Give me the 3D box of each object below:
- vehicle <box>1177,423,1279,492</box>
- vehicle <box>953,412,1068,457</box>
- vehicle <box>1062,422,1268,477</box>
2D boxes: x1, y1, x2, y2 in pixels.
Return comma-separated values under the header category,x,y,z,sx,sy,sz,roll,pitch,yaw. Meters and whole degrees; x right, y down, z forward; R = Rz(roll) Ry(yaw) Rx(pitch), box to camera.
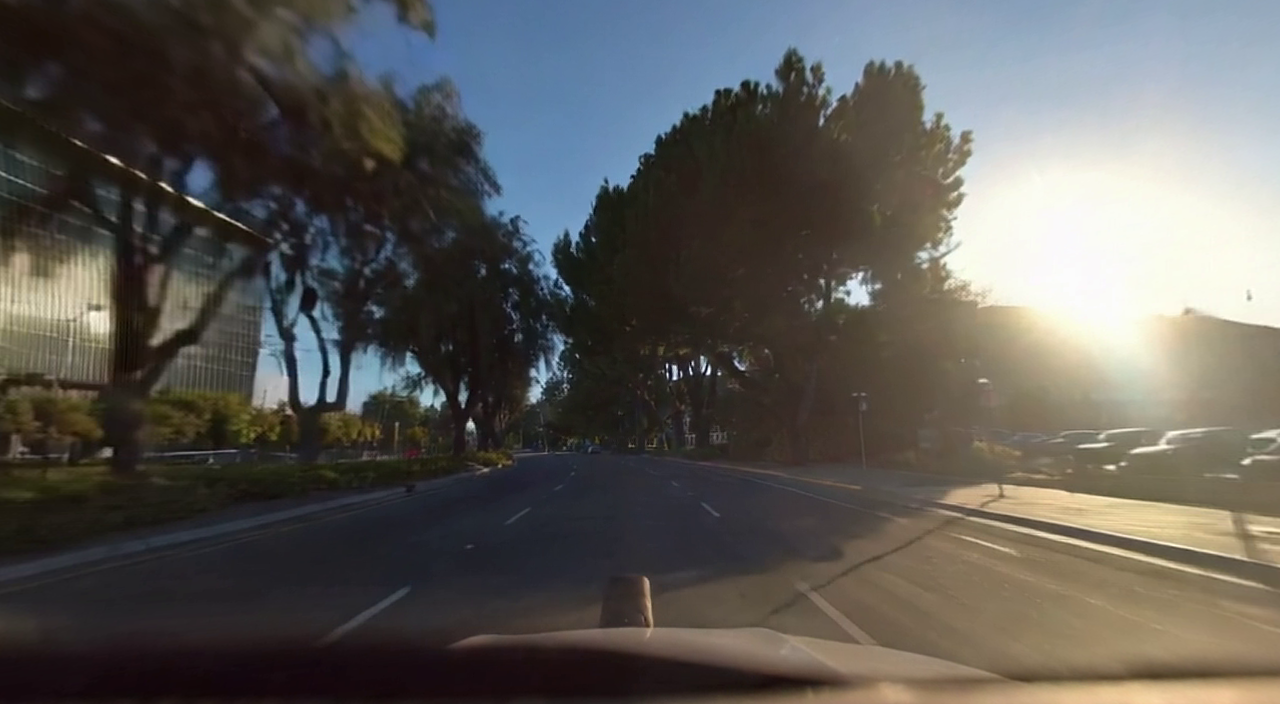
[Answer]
category,x,y,z,sx,sy,sz,roll,pitch,yaw
vehicle,15.658,2.449,14.834,4.251,1.479,2.038,0,-9,-4
vehicle,15.150,3.405,25.881,3.595,1.749,1.726,1,-9,-5
vehicle,15.643,2.915,18.968,4.526,1.517,1.979,0,-9,-4
